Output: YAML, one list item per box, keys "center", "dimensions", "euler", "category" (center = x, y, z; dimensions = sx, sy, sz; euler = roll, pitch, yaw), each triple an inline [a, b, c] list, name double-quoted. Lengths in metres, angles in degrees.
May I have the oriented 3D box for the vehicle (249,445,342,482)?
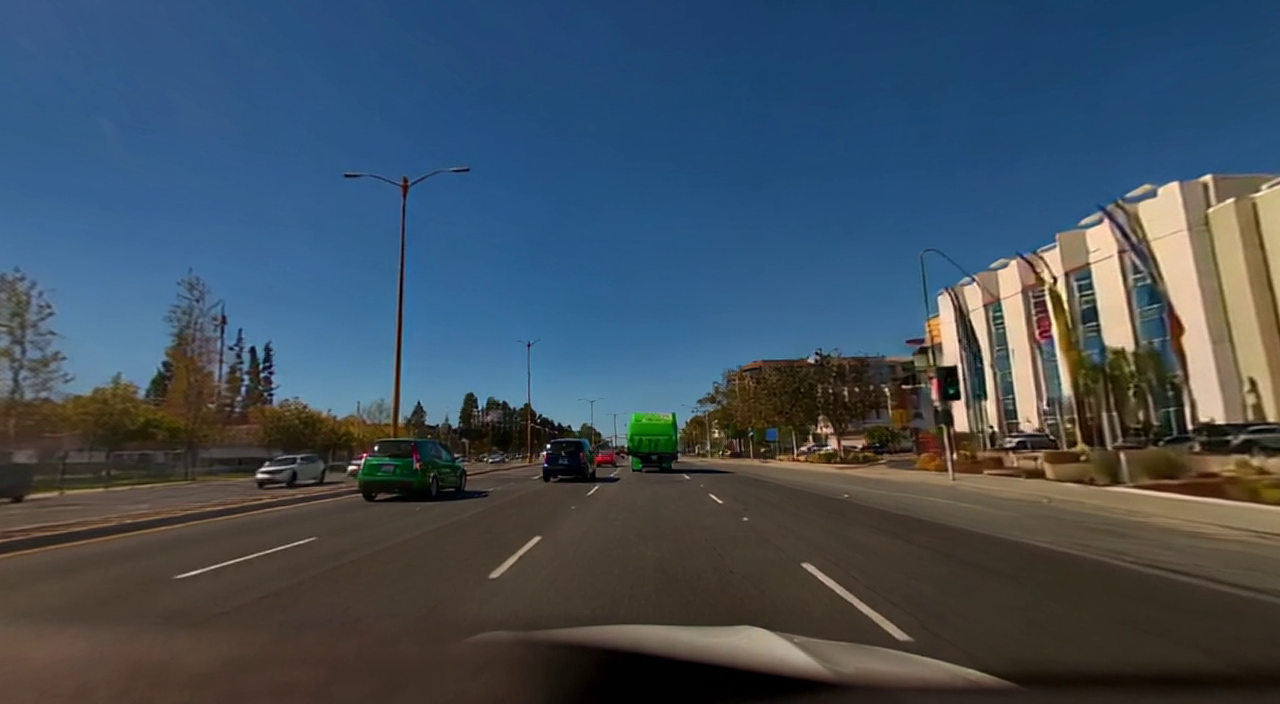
- center: [-17.844, 5.771, 32.844]
  dimensions: [2.108, 1.761, 4.664]
  euler: [0, -9, 1]
  category: "vehicle"

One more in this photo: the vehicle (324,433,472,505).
- center: [-6.220, 3.051, 16.846]
  dimensions: [2.045, 1.630, 4.680]
  euler: [0, -9, 1]
  category: "vehicle"

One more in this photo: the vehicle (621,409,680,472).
- center: [0.602, 5.040, 35.646]
  dimensions: [2.993, 3.235, 6.692]
  euler: [0, -9, 1]
  category: "vehicle"

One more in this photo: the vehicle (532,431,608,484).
- center: [-2.549, 4.009, 24.195]
  dimensions: [2.178, 1.826, 4.933]
  euler: [0, -9, 2]
  category: "vehicle"
